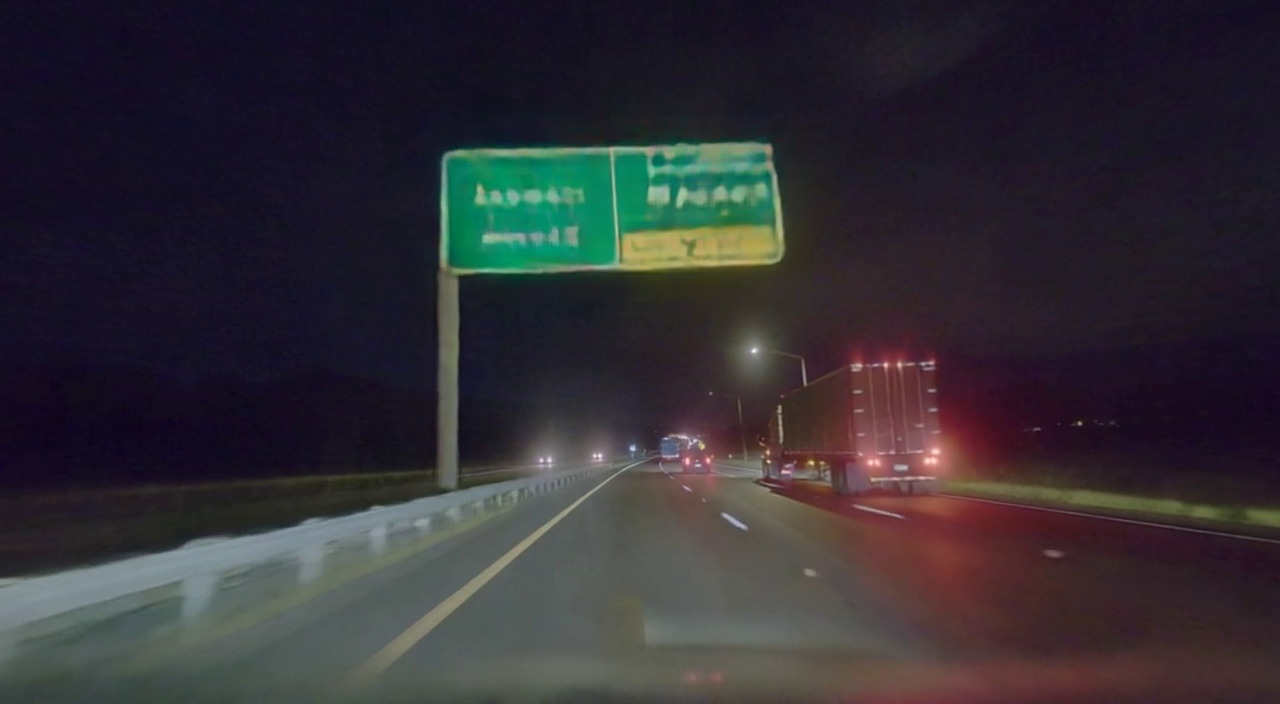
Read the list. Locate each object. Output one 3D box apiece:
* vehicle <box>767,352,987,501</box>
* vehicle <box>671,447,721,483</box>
[{"bbox_3d":[7.811,3.065,24.055,2.907,4.042,13.858,0,-9,0],"label":"vehicle"},{"bbox_3d":[2.606,5.382,30.133,2.024,1.579,3.707,0,-9,0],"label":"vehicle"}]
